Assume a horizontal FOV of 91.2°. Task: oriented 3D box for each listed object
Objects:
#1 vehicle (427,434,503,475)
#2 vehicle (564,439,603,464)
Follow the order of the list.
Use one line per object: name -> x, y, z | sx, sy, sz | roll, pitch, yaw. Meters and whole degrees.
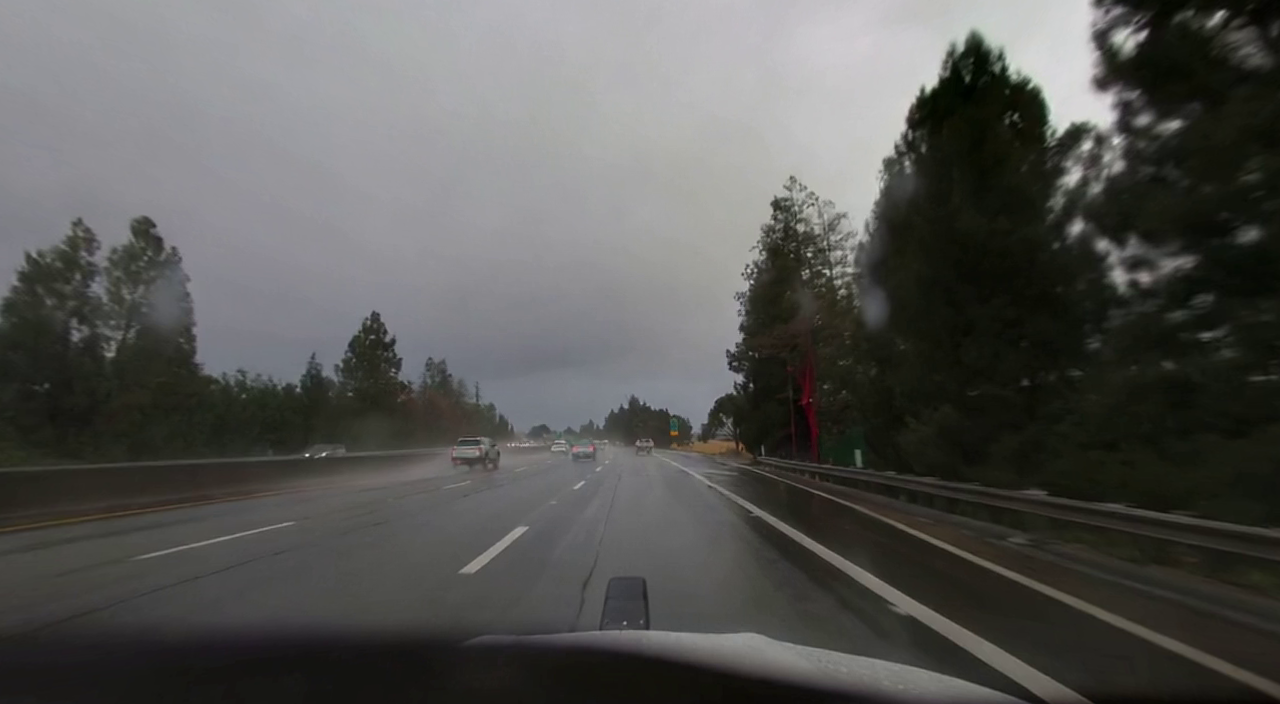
vehicle -> -7.600, 4.499, 27.791 | 2.080, 1.632, 4.332 | 0, -8, 0
vehicle -> -3.513, 6.266, 39.735 | 2.075, 1.516, 4.212 | 0, -8, 0
